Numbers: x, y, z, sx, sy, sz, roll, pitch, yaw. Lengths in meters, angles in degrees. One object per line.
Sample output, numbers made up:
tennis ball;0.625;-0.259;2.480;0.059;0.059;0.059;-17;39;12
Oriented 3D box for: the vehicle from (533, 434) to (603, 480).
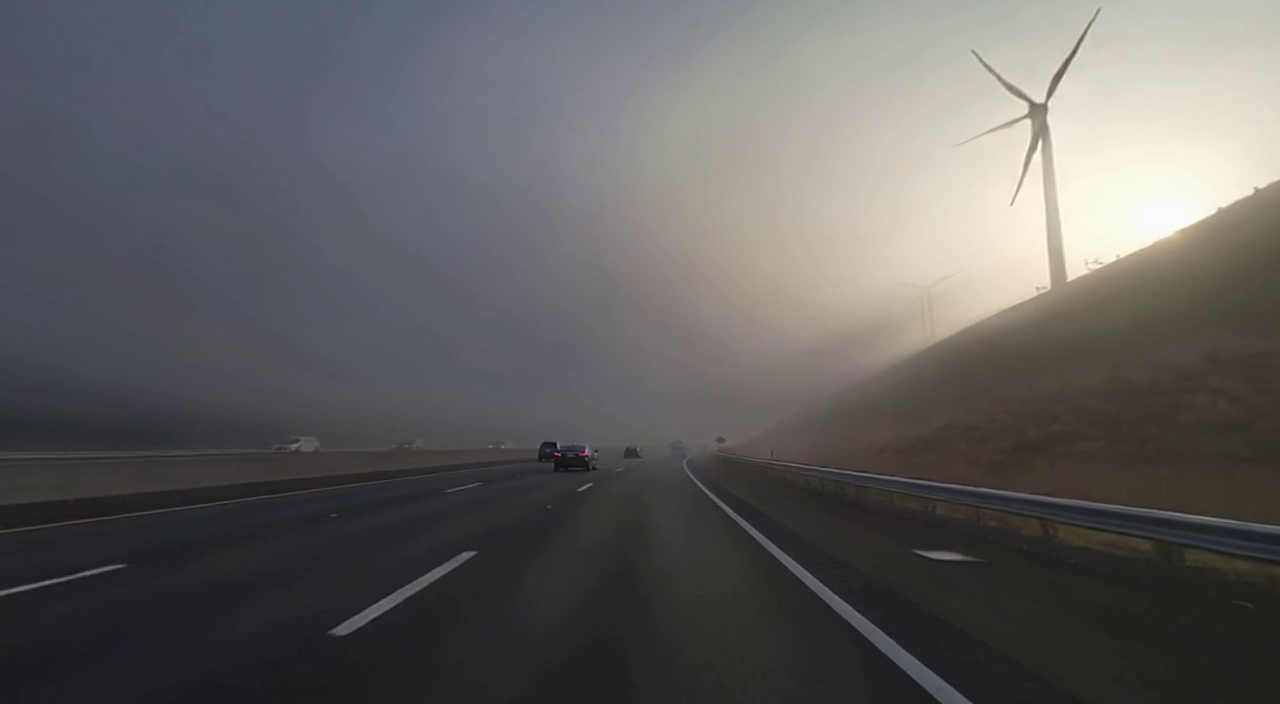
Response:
vehicle;-2.814;4.275;25.801;2.118;1.702;4.355;0;-9;3
